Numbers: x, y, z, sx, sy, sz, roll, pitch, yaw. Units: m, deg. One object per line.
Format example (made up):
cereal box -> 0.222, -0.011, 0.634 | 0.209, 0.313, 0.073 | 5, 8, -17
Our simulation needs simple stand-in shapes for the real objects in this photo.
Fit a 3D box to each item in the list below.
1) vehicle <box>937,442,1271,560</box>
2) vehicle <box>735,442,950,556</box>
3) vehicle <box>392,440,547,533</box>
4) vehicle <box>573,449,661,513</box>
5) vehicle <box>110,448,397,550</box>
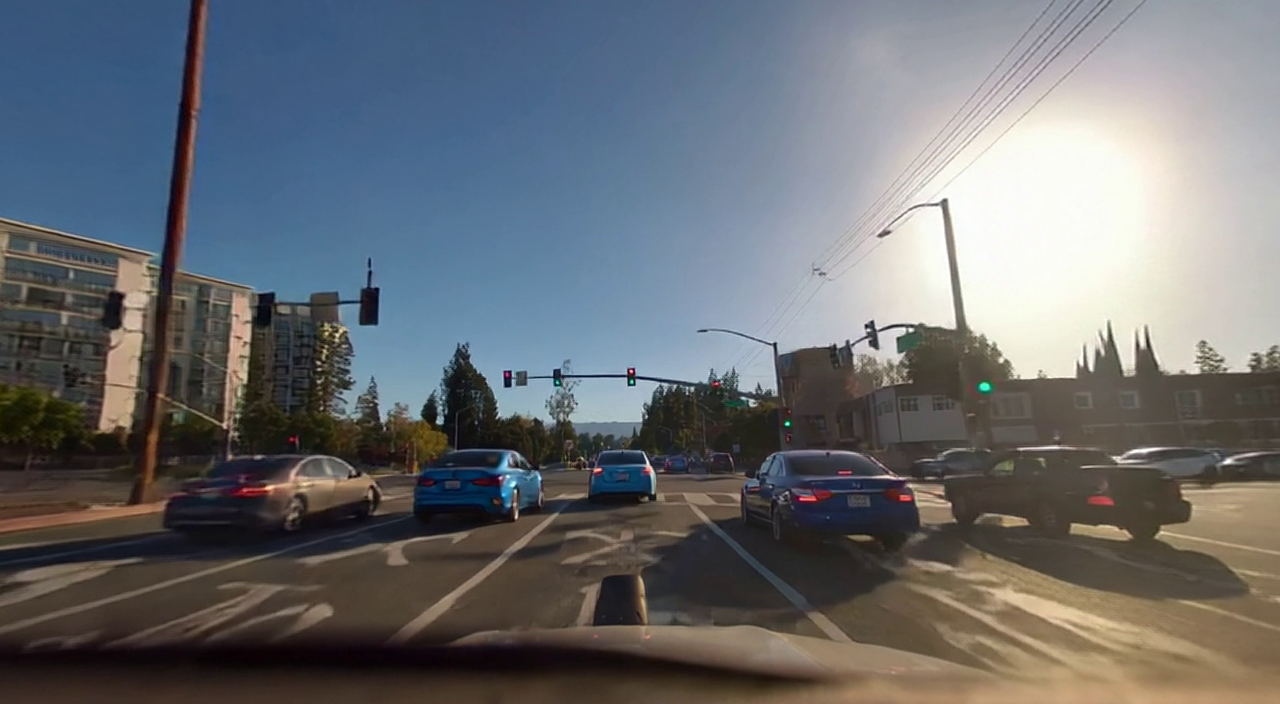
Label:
vehicle -> 6.887, 2.207, 10.195 | 2.004, 1.455, 4.417 | 0, -8, -1
vehicle -> 3.039, 2.298, 10.698 | 2.053, 1.490, 4.464 | 0, -8, -1
vehicle -> -3.322, 2.695, 13.353 | 2.073, 1.606, 4.364 | 0, -8, 0
vehicle -> -0.549, 3.368, 17.063 | 2.065, 1.464, 4.216 | 0, -8, 0
vehicle -> -6.736, 2.581, 12.066 | 2.032, 1.448, 5.500 | 0, -8, 0
